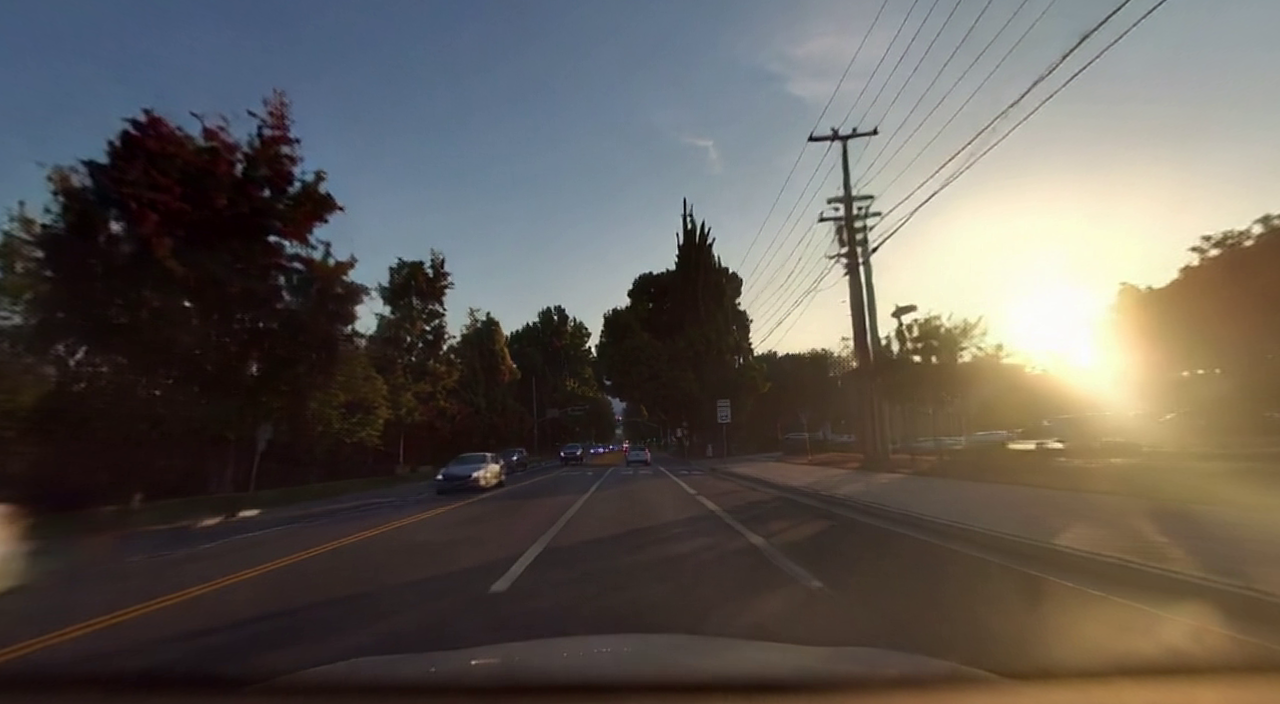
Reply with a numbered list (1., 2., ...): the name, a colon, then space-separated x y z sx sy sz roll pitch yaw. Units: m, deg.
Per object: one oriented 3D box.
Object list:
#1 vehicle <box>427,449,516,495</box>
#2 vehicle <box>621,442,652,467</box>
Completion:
1. vehicle: -5.908 4.245 22.779 2.030 1.445 4.321 -1 -8 0
2. vehicle: -0.327 7.522 46.478 2.163 1.746 4.073 0 -8 -2
